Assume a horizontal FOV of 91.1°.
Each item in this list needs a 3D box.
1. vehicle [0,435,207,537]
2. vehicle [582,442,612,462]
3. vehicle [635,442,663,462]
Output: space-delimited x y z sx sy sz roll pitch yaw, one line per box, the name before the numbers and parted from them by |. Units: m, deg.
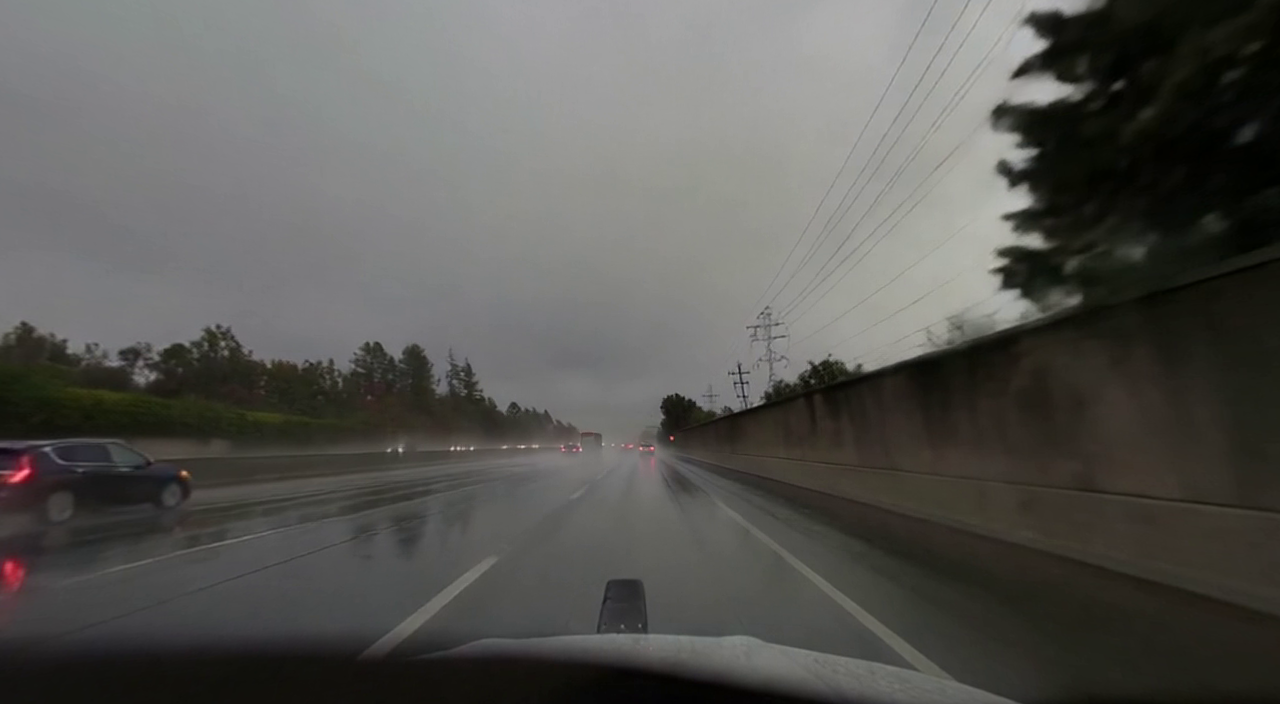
vehicle | -10.480 2.280 11.297 1.955 1.496 4.732 0 -8 1
vehicle | -3.297 7.769 48.780 2.046 1.478 4.111 0 -8 0
vehicle | 0.684 7.888 49.608 2.057 1.453 3.926 0 -8 0
